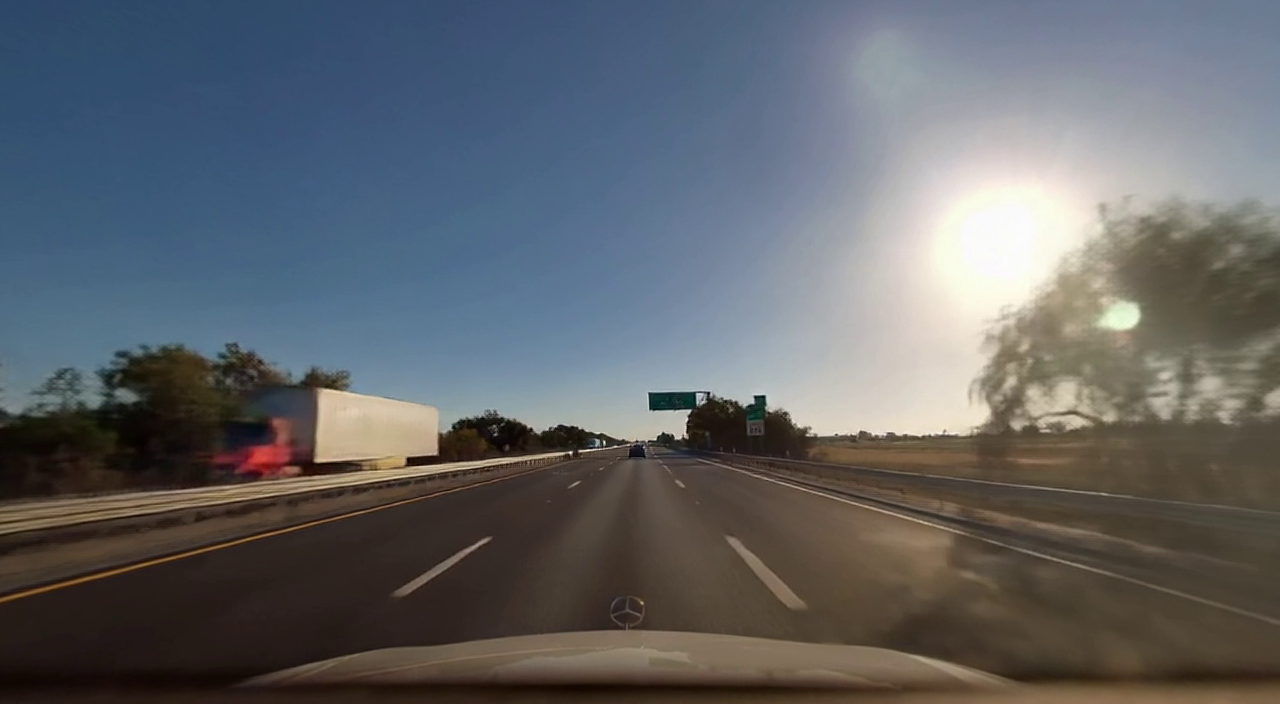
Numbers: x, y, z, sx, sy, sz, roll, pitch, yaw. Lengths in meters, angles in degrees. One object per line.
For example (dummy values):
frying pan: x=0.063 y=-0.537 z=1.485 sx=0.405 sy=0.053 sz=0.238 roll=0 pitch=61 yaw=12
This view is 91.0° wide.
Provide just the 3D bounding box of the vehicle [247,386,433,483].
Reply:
vehicle: x=-15.063 y=4.518 z=33.853 sx=2.970 sy=4.086 sz=14.344 roll=0 pitch=-8 yaw=0

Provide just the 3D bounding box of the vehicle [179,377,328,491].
vehicle: x=-15.023 y=3.249 z=24.907 sx=2.989 sy=4.083 sz=4.195 roll=1 pitch=-8 yaw=0
